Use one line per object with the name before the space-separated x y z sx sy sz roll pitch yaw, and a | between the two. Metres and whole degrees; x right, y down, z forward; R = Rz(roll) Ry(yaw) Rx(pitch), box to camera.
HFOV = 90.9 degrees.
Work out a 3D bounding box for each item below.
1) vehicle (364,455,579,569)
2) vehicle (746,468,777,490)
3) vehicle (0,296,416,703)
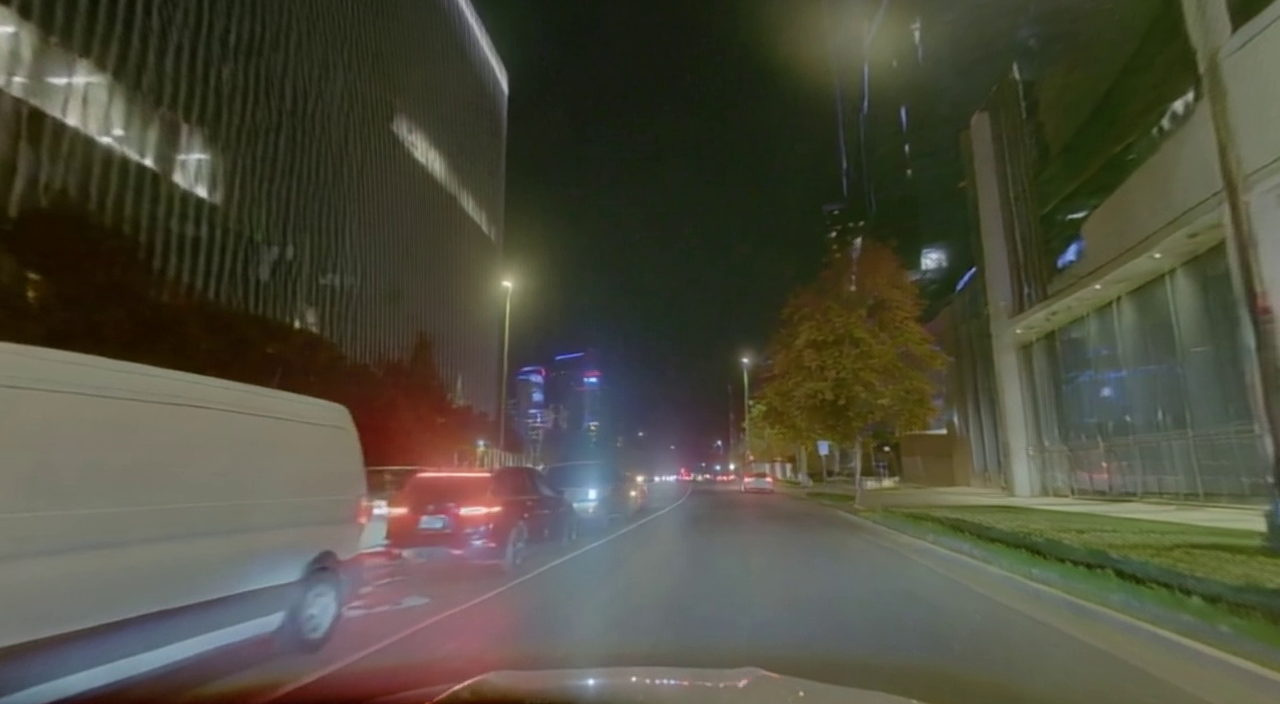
vehicle | -2.549 2.618 10.954 1.853 1.495 4.632 -3 -11 9
vehicle | 8.576 9.004 44.835 1.899 1.470 3.666 -1 -10 7
vehicle | -3.556 0.970 3.479 2.104 2.013 5.252 -3 -11 8
